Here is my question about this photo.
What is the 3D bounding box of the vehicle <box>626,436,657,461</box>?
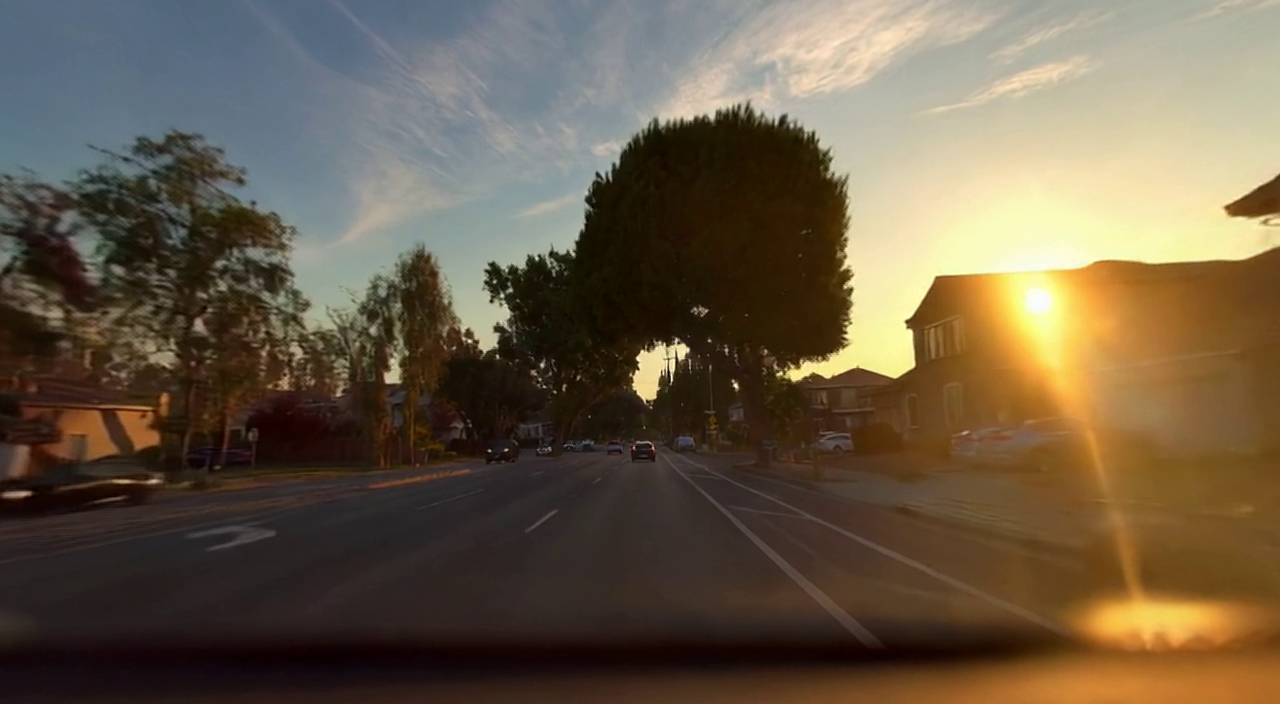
[{"bbox_3d":[0.089,6.698,43.800,2.024,1.655,4.301,0,-9,0],"label":"vehicle"}]

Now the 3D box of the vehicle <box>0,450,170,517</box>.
[{"bbox_3d":[-14.304,3.156,15.604,1.937,1.386,4.354,-1,-9,1],"label":"vehicle"}]

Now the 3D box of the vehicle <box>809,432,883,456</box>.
[{"bbox_3d":[14.915,6.693,45.829,4.663,1.677,1.934,0,-9,-2],"label":"vehicle"}]

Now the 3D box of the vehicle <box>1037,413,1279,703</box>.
[{"bbox_3d":[4.102,0.927,2.326,2.080,1.469,4.898,0,-9,0],"label":"vehicle"}]
